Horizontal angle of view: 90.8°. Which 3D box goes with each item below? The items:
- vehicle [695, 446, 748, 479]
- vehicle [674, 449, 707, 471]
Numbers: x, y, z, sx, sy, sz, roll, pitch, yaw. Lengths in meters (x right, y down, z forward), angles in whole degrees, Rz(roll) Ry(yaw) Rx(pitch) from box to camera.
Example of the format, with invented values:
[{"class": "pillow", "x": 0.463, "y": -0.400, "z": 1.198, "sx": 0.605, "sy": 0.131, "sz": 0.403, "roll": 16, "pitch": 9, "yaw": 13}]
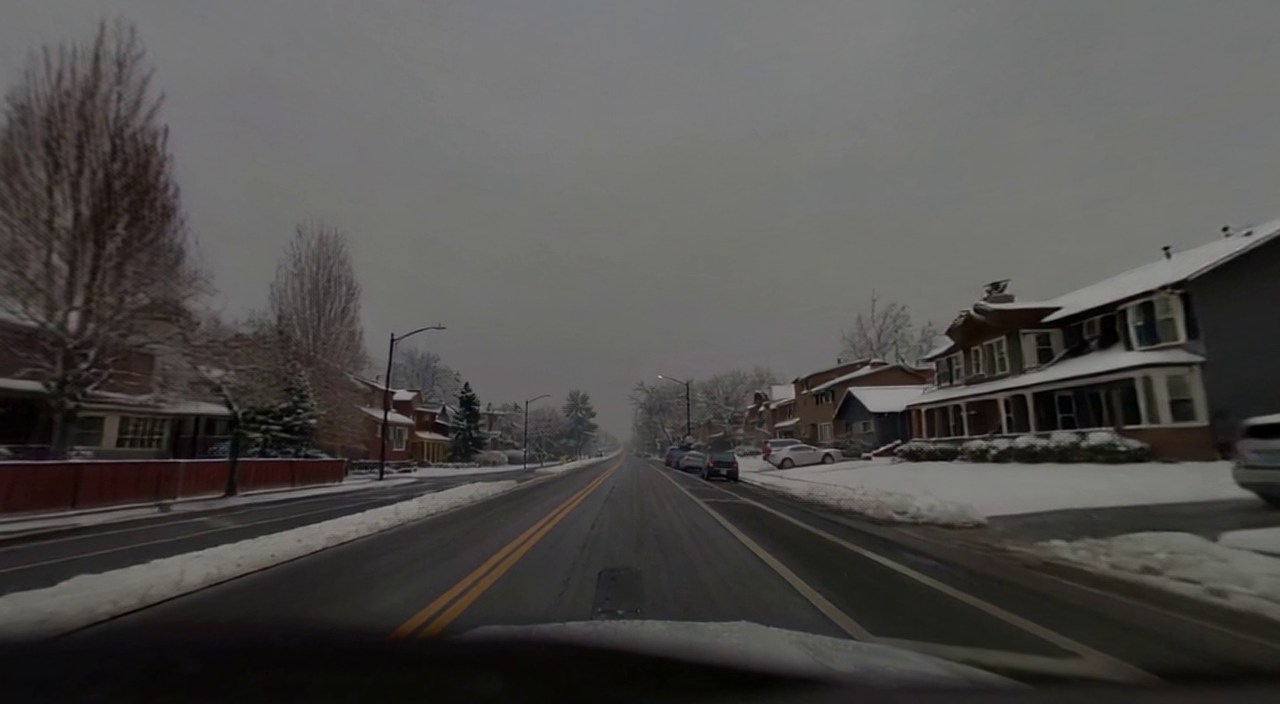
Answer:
[{"class": "vehicle", "x": 4.177, "y": 5.770, "z": 33.160, "sx": 1.971, "sy": 1.558, "sz": 4.895, "roll": 0, "pitch": -10, "yaw": -2}, {"class": "vehicle", "x": 3.868, "y": 8.347, "z": 49.009, "sx": 1.938, "sy": 1.464, "sz": 4.390, "roll": 0, "pitch": -8, "yaw": -4}]
